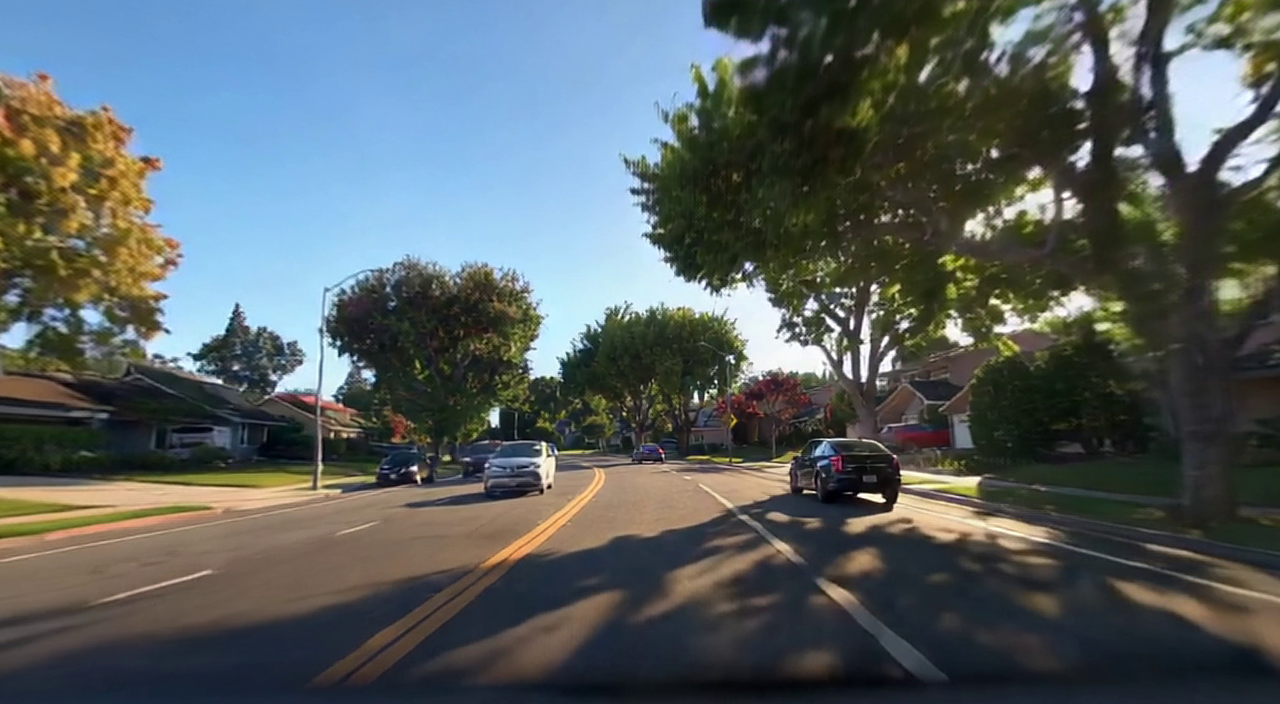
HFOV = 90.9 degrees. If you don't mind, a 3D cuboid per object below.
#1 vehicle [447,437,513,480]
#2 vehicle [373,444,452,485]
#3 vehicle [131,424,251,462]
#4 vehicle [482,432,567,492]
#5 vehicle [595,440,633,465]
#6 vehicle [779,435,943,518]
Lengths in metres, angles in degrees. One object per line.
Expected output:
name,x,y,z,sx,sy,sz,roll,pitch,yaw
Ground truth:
vehicle,-7.420,4.986,29.814,2.075,1.822,5.096,0,-8,-4
vehicle,-10.360,5.145,29.172,2.038,1.690,4.825,0,-8,-3
vehicle,-24.333,4.956,34.354,4.772,1.877,2.038,0,-9,-11
vehicle,-3.578,3.493,20.401,2.081,1.721,4.228,0,-8,-2
vehicle,-1.938,7.145,44.938,2.106,1.667,4.367,1,-8,-10
vehicle,4.601,2.623,13.899,1.934,1.506,4.282,0,-8,-2
